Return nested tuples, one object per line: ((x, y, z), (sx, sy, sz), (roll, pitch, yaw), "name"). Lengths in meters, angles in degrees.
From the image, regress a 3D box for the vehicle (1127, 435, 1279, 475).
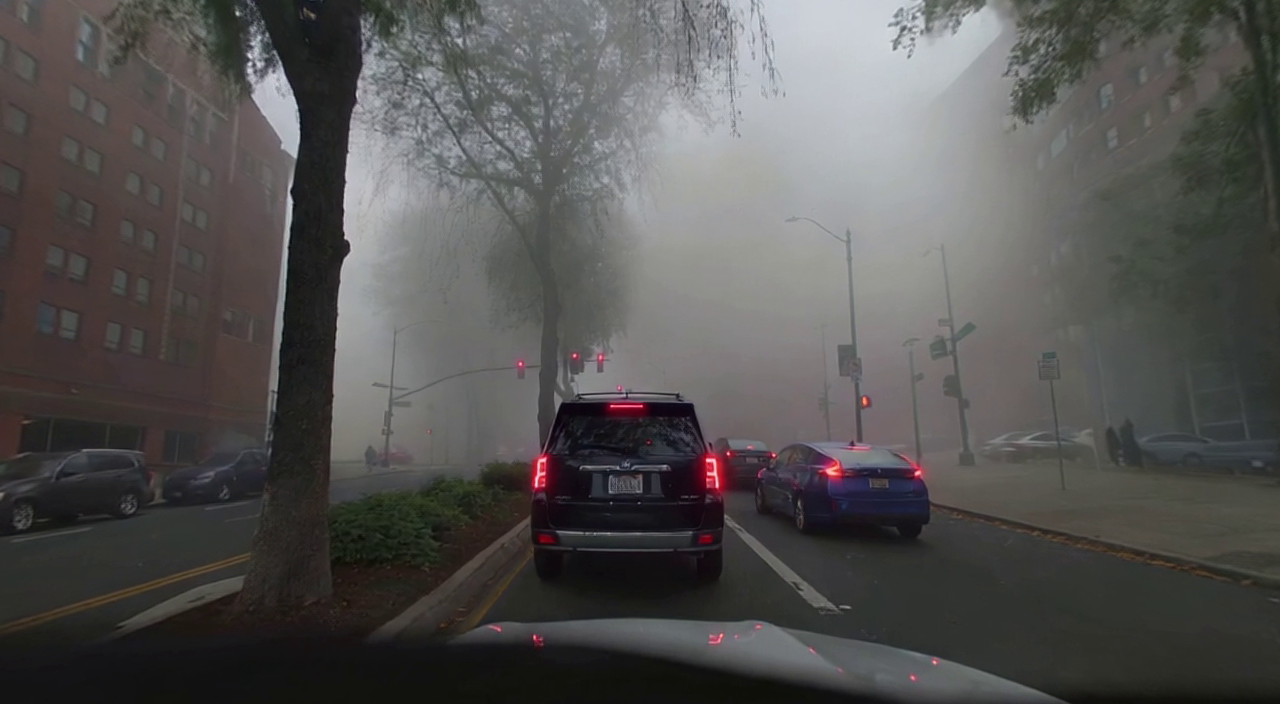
((22.174, 4.048, 24.956), (4.055, 1.469, 1.848), (-4, -9, 26), "vehicle")

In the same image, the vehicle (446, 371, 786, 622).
((-0.167, 1.358, 6.777), (2.453, 1.816, 4.300), (0, -8, 0), "vehicle")

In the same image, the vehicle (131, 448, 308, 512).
((-12.468, 3.775, 19.123), (2.207, 1.648, 4.675), (0, -8, -1), "vehicle")

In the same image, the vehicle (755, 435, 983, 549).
((3.290, 2.083, 10.080), (2.056, 1.422, 4.130), (0, -8, -1), "vehicle")

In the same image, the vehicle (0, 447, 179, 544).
((-12.545, 2.911, 13.452), (1.891, 1.723, 4.360), (0, -8, 1), "vehicle")
